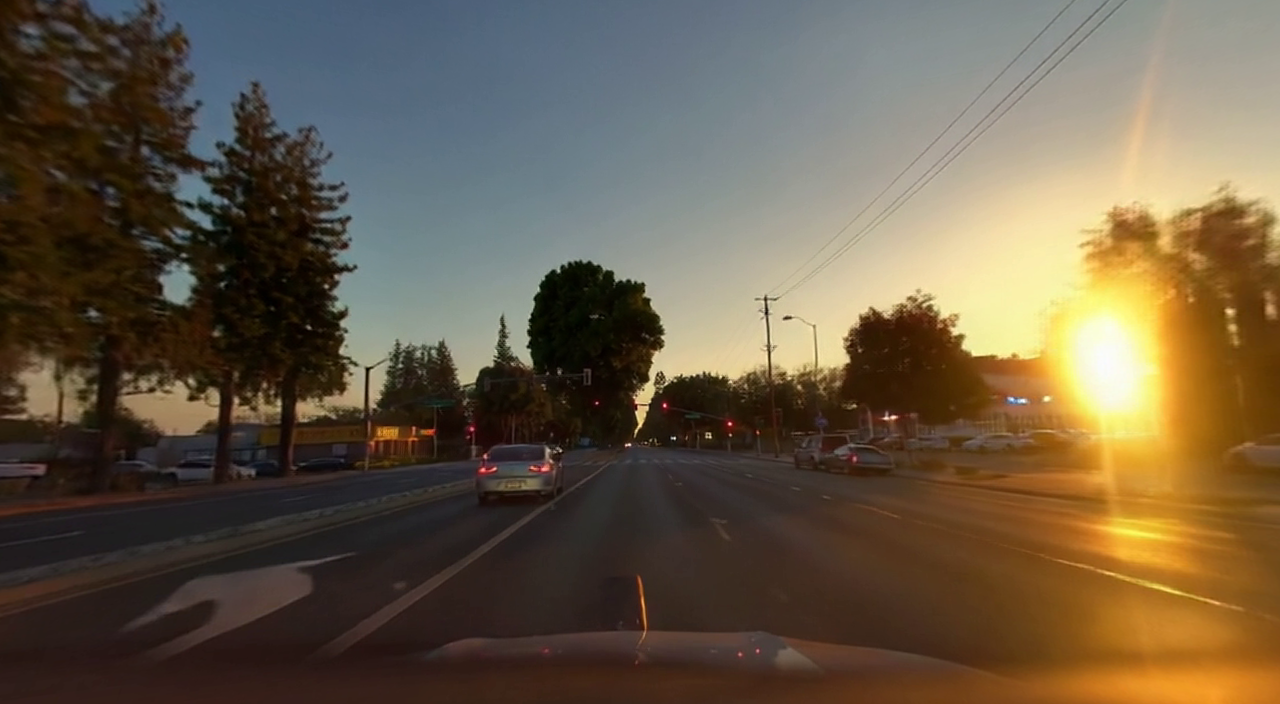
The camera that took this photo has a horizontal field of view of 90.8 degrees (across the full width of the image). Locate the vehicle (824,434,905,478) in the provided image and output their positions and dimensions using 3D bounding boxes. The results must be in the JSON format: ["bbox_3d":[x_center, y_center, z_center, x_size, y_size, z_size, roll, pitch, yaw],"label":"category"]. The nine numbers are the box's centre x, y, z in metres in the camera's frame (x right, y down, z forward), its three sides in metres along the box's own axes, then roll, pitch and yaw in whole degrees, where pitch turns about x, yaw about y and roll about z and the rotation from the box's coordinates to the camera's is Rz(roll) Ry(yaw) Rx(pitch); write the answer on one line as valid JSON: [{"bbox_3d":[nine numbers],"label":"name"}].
[{"bbox_3d":[10.320,4.792,29.416,1.998,1.862,4.658,0,-8,0],"label":"vehicle"}]

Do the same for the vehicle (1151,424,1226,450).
[{"bbox_3d":[43.108,6.718,49.803,1.951,1.925,4.345,0,-8,1],"label":"vehicle"}]

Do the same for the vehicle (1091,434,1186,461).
[{"bbox_3d":[28.895,5.561,36.826,1.891,1.504,4.551,0,-8,1],"label":"vehicle"}]

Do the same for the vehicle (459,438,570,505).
[{"bbox_3d":[-3.043,2.991,16.240,2.185,1.473,3.925,0,-8,-2],"label":"vehicle"}]

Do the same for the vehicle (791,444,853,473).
[{"bbox_3d":[10.145,5.944,35.635,1.987,1.487,4.753,0,-8,-2],"label":"vehicle"}]

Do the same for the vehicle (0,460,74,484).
[{"bbox_3d":[-41.285,8.017,42.374,1.902,1.475,4.635,-8,-12,43],"label":"vehicle"}]
